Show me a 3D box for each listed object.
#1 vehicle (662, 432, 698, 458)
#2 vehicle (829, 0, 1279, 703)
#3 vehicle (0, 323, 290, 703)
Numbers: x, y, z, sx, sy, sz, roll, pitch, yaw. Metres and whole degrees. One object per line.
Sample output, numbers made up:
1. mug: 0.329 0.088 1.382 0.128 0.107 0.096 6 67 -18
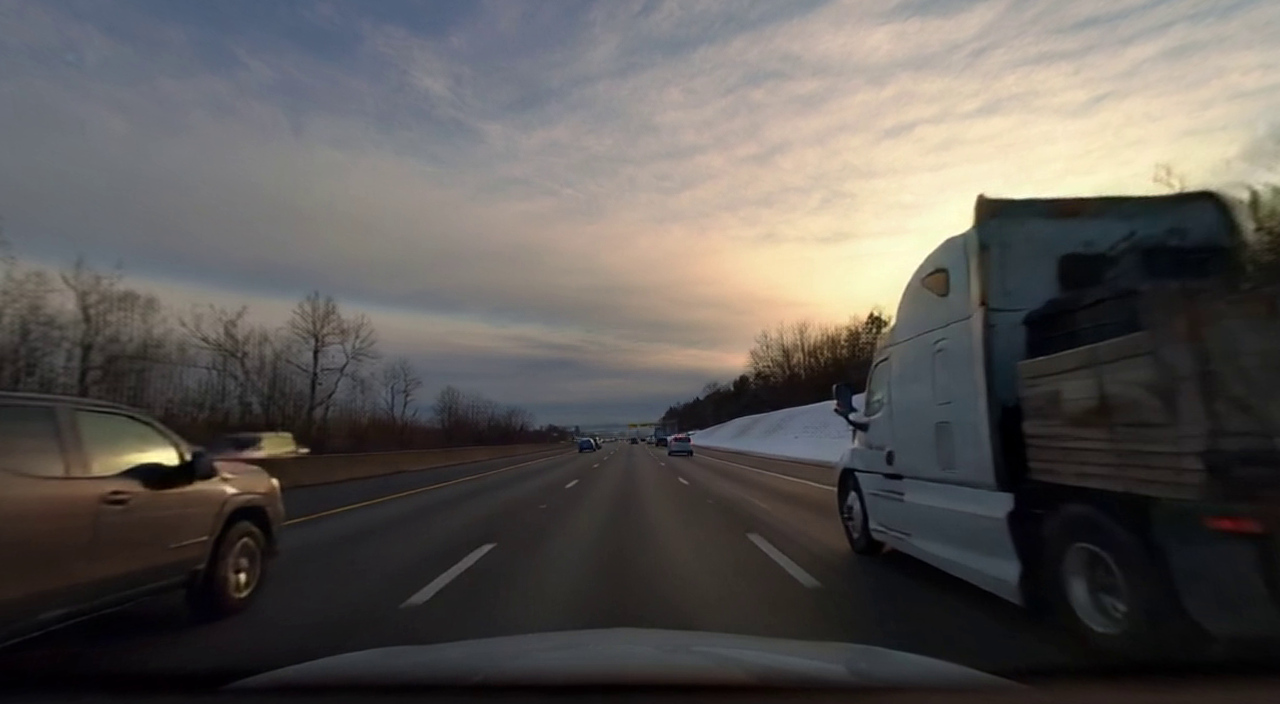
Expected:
1. vehicle: 2.806 6.606 44.855 2.124 1.696 4.173 0 -8 -2
2. vehicle: 4.197 -0.199 3.532 3.004 3.881 9.742 0 -8 -1
3. vehicle: -3.619 0.737 2.149 2.185 1.772 4.656 0 -8 -1
